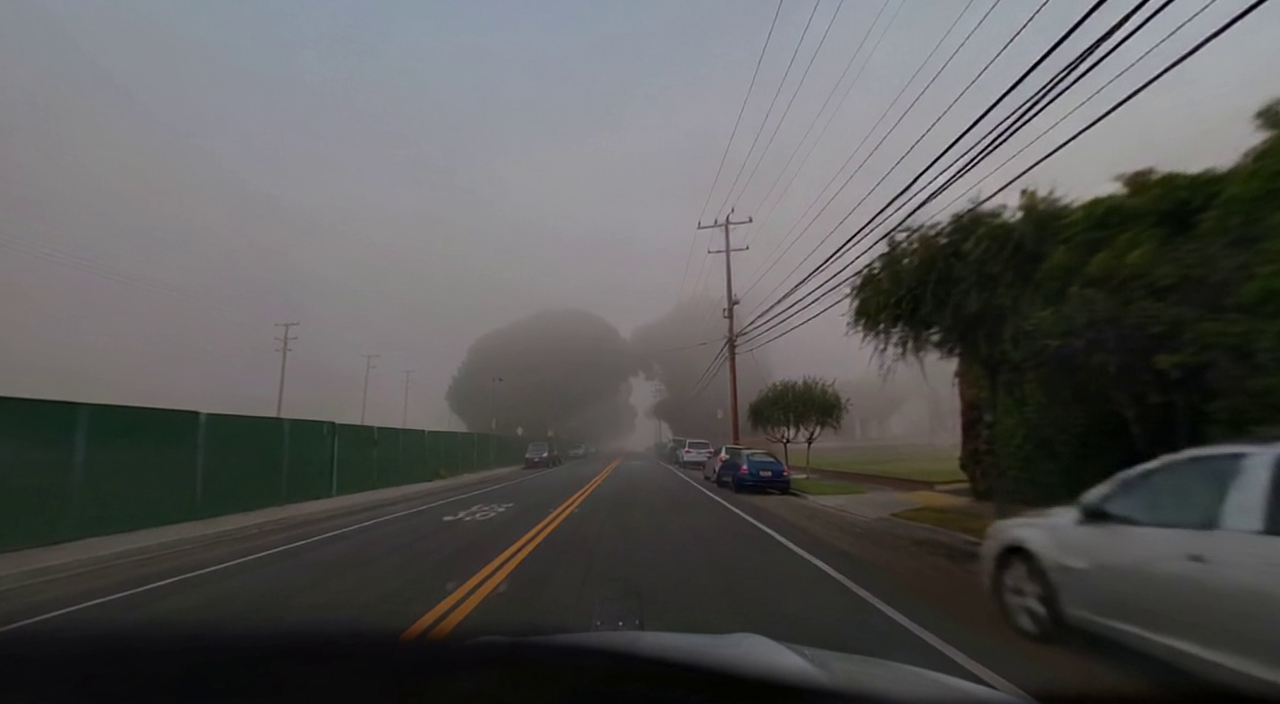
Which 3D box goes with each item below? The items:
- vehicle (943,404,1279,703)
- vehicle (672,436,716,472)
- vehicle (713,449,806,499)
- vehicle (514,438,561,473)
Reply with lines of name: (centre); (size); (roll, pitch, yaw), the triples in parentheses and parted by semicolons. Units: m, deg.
vehicle: (3.544, 1.016, 2.815); (2.029, 1.513, 4.577); (0, -9, -1)
vehicle: (3.175, 6.188, 38.392); (2.053, 2.005, 5.495); (0, -9, -1)
vehicle: (3.515, 3.648, 19.365); (1.984, 1.342, 4.066); (0, -9, -1)
vehicle: (-6.805, 6.888, 42.491); (2.268, 2.154, 5.321); (0, -8, 0)
